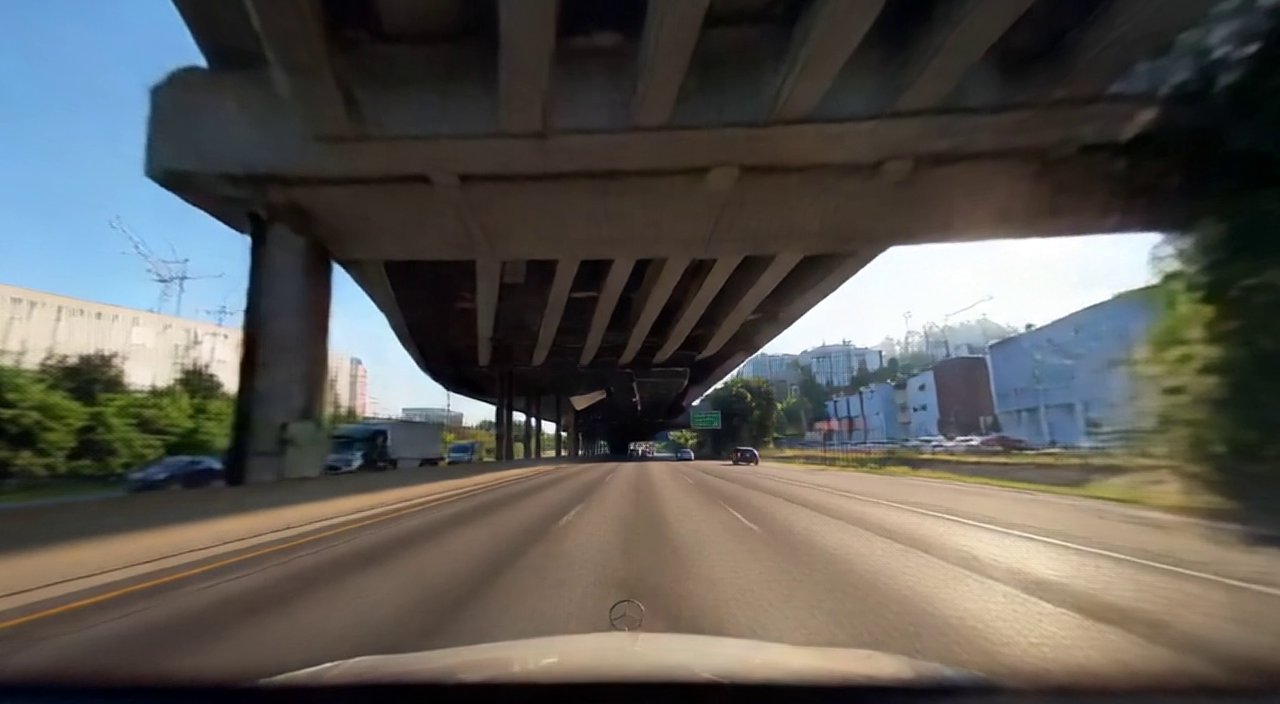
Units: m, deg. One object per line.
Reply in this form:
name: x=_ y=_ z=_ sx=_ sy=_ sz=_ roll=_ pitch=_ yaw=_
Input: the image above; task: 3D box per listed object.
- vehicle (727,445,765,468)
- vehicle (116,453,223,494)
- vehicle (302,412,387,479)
vehicle: x=7.325 y=7.216 z=43.810 sx=1.923 sy=1.516 sz=3.815 roll=0 pitch=-9 yaw=-1
vehicle: x=-22.309 y=5.751 z=30.123 sx=1.882 sy=1.759 sz=4.163 roll=0 pitch=-9 yaw=-1
vehicle: x=-18.855 y=6.030 z=40.627 sx=2.993 sy=4.001 sz=4.790 roll=0 pitch=-9 yaw=0
